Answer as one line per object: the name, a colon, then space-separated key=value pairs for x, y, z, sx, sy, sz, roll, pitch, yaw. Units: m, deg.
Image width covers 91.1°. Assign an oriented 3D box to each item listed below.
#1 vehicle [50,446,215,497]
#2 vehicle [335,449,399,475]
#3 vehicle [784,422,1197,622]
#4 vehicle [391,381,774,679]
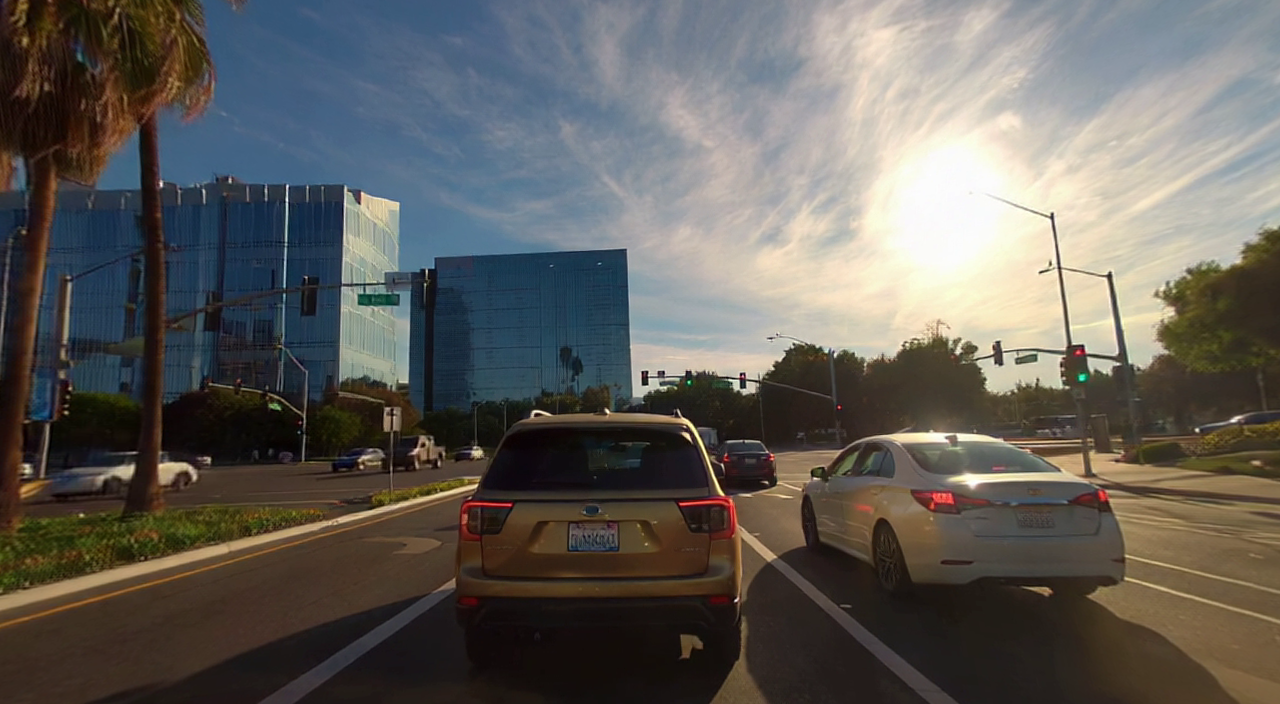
vehicle: x=-19.764 y=4.623 z=24.882 sx=2.119 sy=1.786 sz=5.252 roll=0 pitch=-9 yaw=0
vehicle: x=-16.798 y=6.767 z=38.913 sx=1.951 sy=1.500 sz=4.372 roll=0 pitch=-9 yaw=1
vehicle: x=3.128 y=1.602 z=6.974 sx=1.971 sy=1.473 sz=4.495 roll=0 pitch=-8 yaw=0
vehicle: x=-0.327 y=1.314 z=5.684 sx=2.172 sy=1.694 sz=4.055 roll=0 pitch=-8 yaw=0
